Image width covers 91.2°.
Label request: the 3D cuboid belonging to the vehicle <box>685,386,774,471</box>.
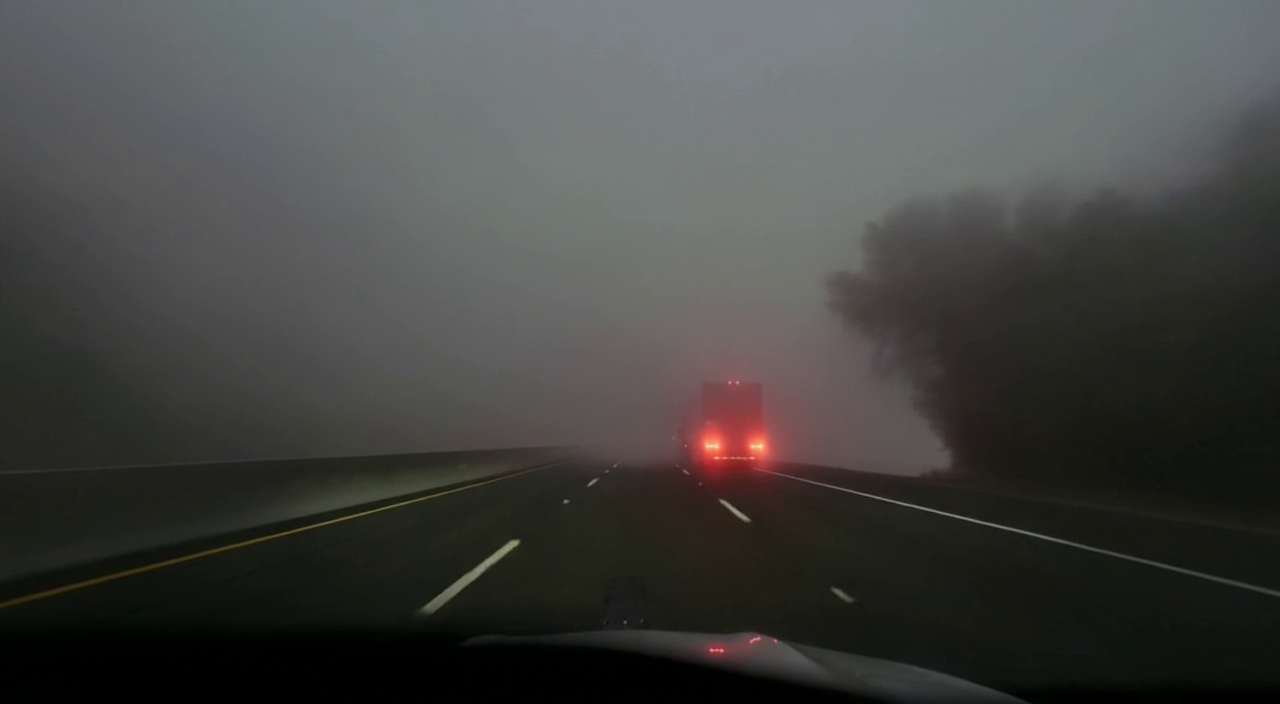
[{"bbox_3d":[4.699,4.672,36.734,3.485,3.975,14.489,0,-8,1],"label":"vehicle"}]
